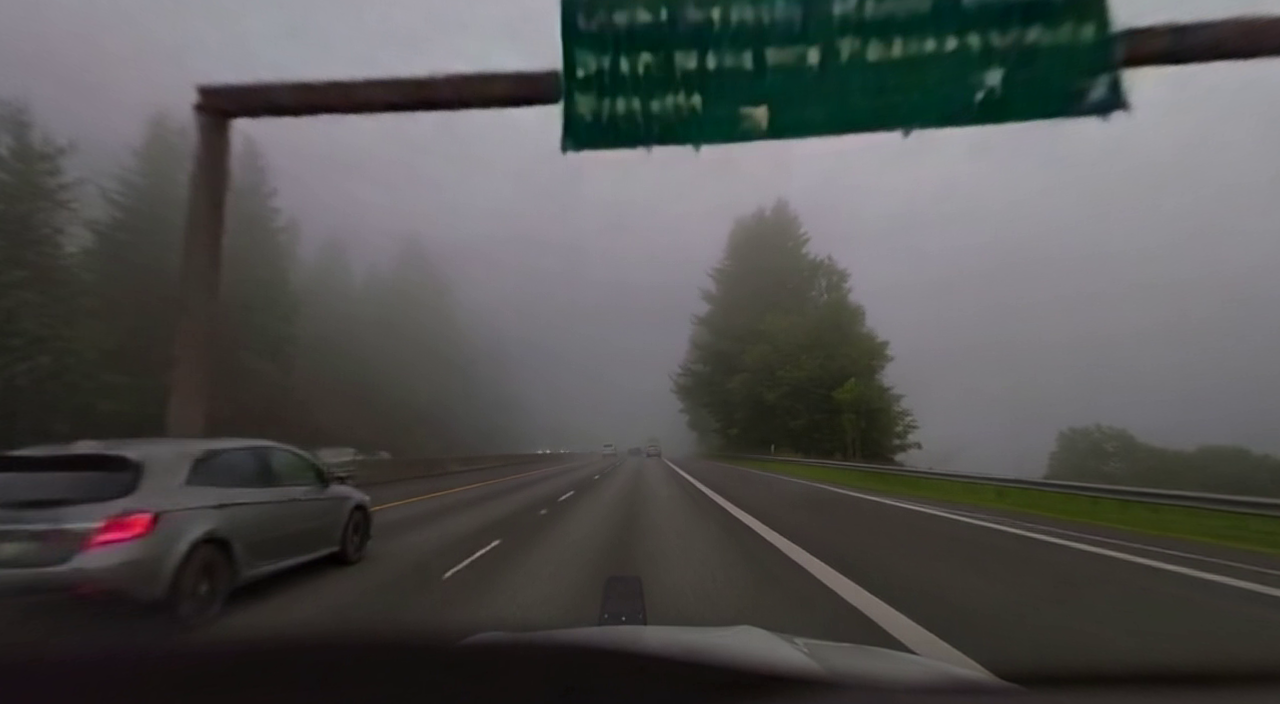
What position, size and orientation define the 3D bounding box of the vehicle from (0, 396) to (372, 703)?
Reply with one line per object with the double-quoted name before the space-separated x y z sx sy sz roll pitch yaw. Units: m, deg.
"vehicle" -4.047 1.302 5.034 1.936 1.545 4.116 0 -9 1
